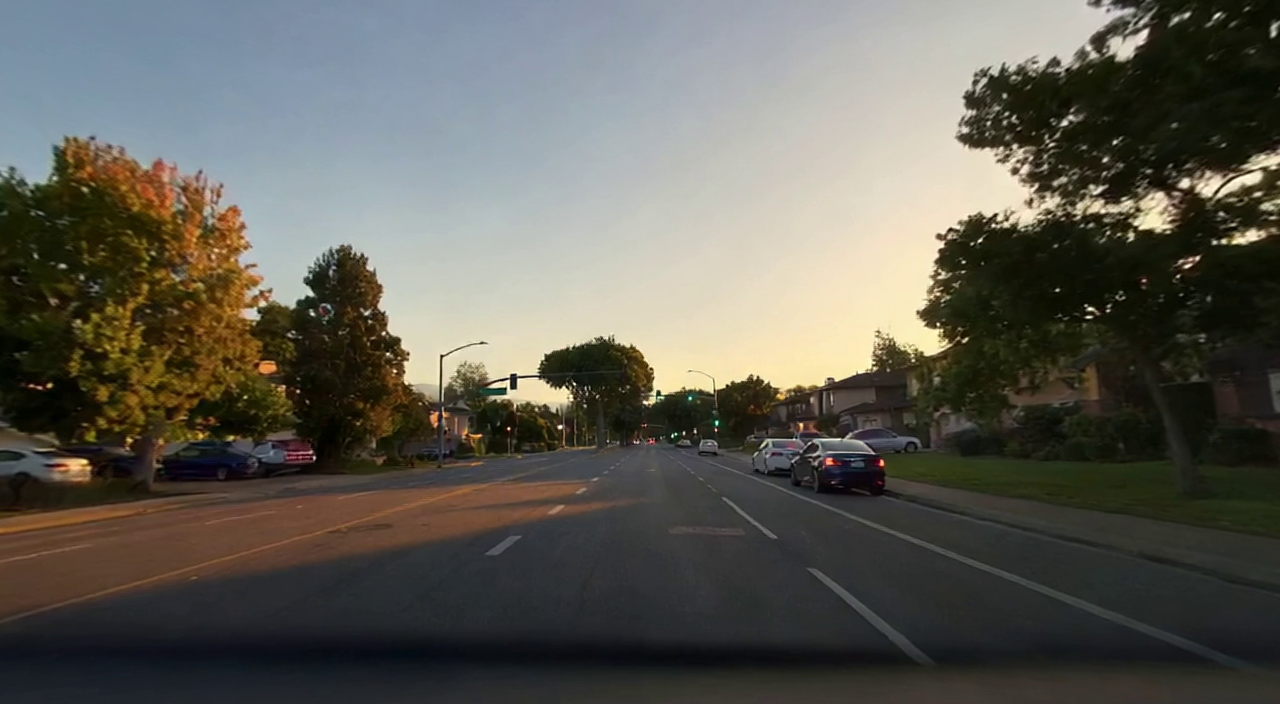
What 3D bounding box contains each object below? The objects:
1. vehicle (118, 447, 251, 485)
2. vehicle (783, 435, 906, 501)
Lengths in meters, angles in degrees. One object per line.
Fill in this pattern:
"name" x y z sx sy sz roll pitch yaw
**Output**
"vehicle" -19.239 4.809 26.756 4.145 1.555 1.901 0 -8 1
"vehicle" 5.173 2.976 16.599 1.895 1.487 4.176 0 -8 1
